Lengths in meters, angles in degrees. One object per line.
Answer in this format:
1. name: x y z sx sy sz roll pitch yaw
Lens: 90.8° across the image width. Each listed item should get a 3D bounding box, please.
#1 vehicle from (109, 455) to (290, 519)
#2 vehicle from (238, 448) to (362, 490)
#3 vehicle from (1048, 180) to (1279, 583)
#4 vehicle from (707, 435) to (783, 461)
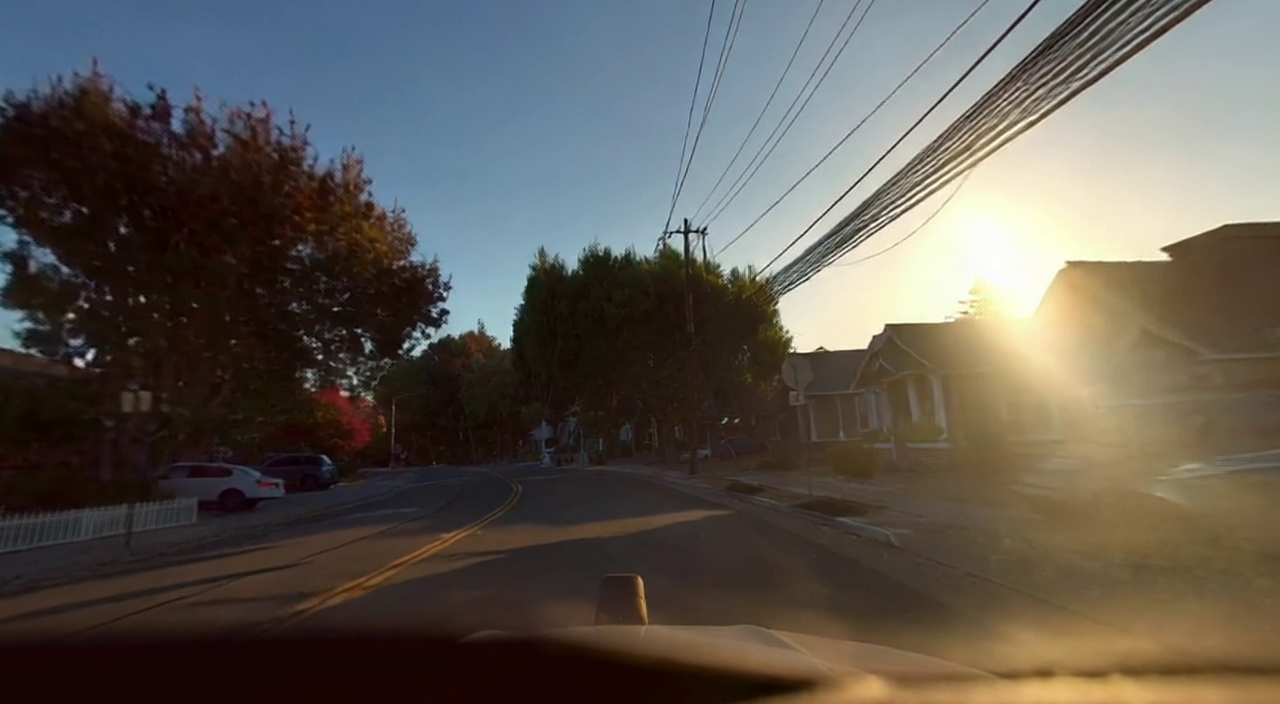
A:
1. vehicle: -12.223 3.730 17.989 2.390 1.431 4.253 0 -8 -6
2. vehicle: -15.204 5.246 28.435 4.321 1.772 2.161 0 -8 1
3. vehicle: 8.284 0.121 5.909 7.115 3.010 2.378 -4 -8 -4
4. vehicle: 6.750 6.233 40.918 4.566 1.623 1.906 0 -8 -1
